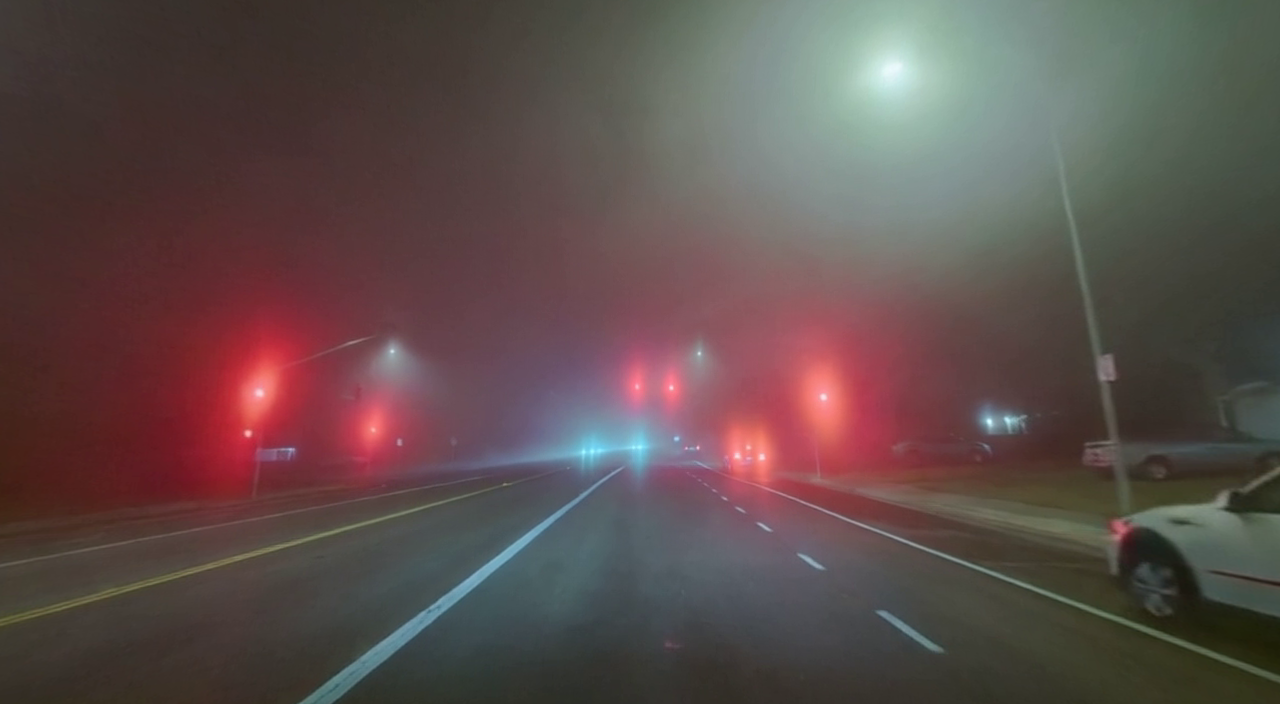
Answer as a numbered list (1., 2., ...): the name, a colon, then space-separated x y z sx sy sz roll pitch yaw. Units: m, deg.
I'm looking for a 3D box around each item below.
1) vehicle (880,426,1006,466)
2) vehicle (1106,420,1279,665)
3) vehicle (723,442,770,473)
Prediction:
1. vehicle: 13.429 4.208 28.176 4.474 1.710 2.148 0 -9 1
2. vehicle: 5.052 1.040 2.936 1.997 1.521 4.747 0 -9 -2
3. vehicle: 5.786 5.771 34.714 1.950 1.567 4.083 0 -9 1
